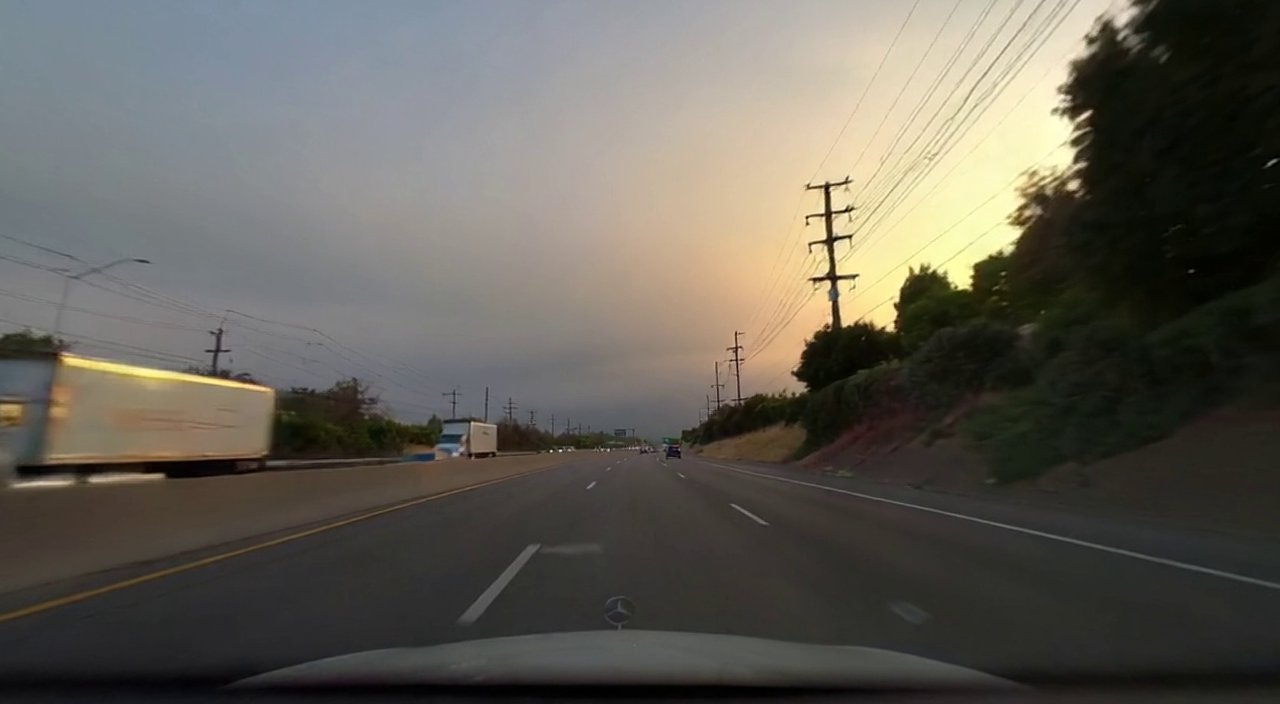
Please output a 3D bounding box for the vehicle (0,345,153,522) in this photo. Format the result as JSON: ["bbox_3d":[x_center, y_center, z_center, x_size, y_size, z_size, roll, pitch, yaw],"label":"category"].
[{"bbox_3d":[-15.054,1.873,14.314,3.119,3.694,5.532,0,-9,1],"label":"vehicle"}]

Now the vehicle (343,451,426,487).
[{"bbox_3d":[-11.713,5.377,29.116,1.928,1.485,4.694,0,-9,-1],"label":"vehicle"}]
